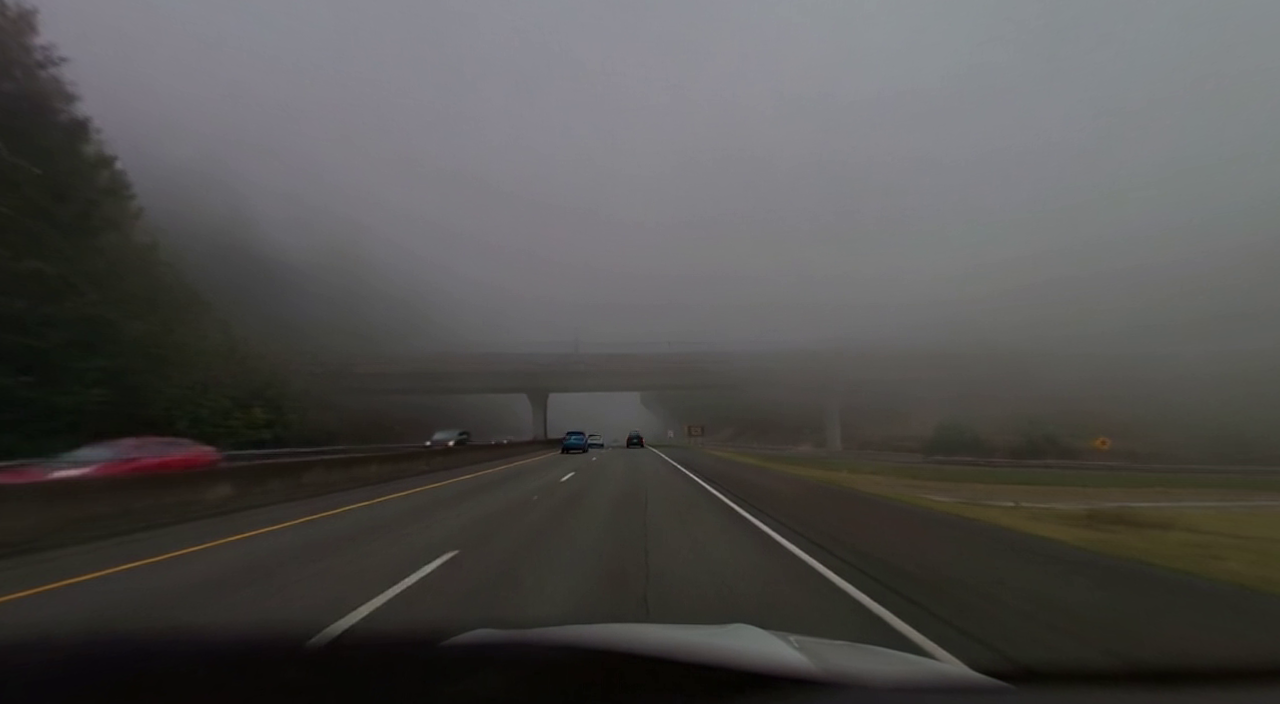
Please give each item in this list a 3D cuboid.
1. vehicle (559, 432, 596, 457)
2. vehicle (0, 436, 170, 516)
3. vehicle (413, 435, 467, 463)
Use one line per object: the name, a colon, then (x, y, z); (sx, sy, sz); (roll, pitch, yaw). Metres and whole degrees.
vehicle: (-4.266, 6.398, 43.673); (2.169, 1.588, 4.264); (0, -8, 0)
vehicle: (-12.416, 2.545, 13.470); (1.725, 1.446, 3.914); (0, -8, -1)
vehicle: (-12.901, 6.291, 40.927); (1.877, 1.696, 5.004); (0, -8, 0)
